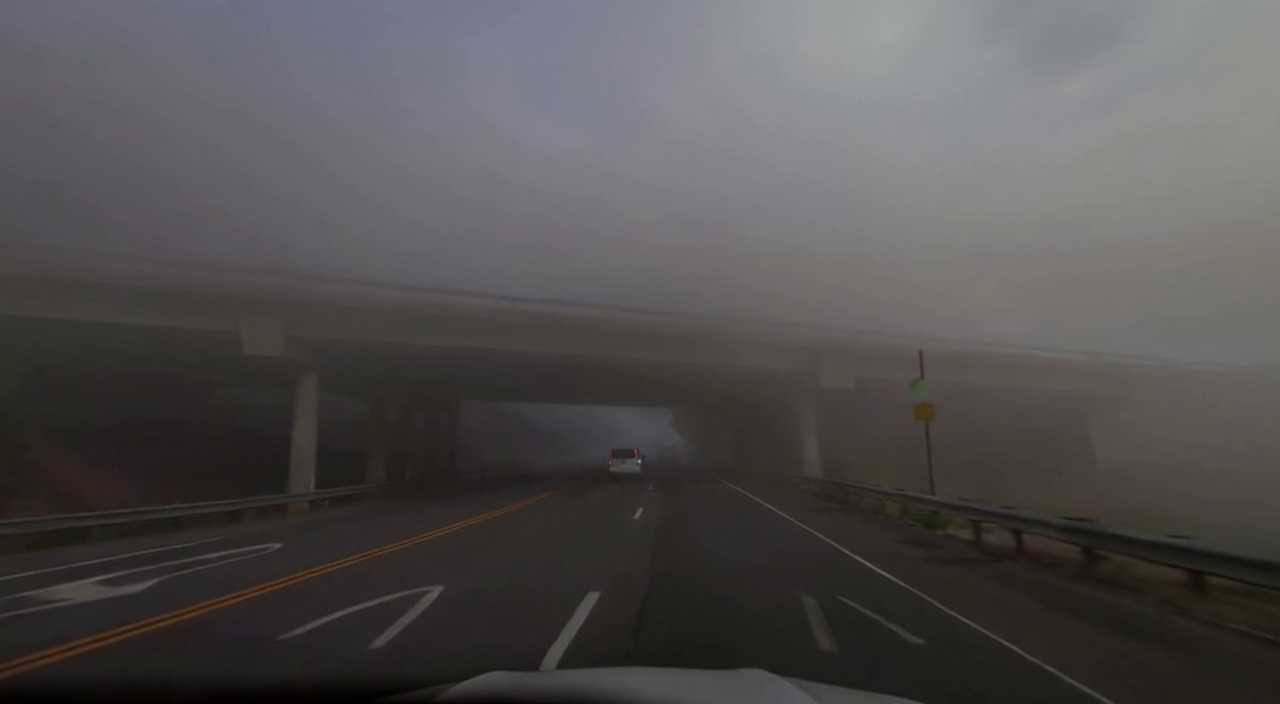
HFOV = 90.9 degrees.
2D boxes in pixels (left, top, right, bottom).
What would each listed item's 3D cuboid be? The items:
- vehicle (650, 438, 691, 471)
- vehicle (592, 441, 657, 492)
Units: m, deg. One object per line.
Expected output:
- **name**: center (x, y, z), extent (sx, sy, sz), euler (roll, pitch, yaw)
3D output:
- **vehicle**: center (1.930, 6.662, 41.008), extent (2.273, 2.010, 4.396), euler (0, -9, -2)
- **vehicle**: center (-0.480, 3.909, 21.731), extent (2.037, 1.601, 3.643), euler (0, -9, 0)
